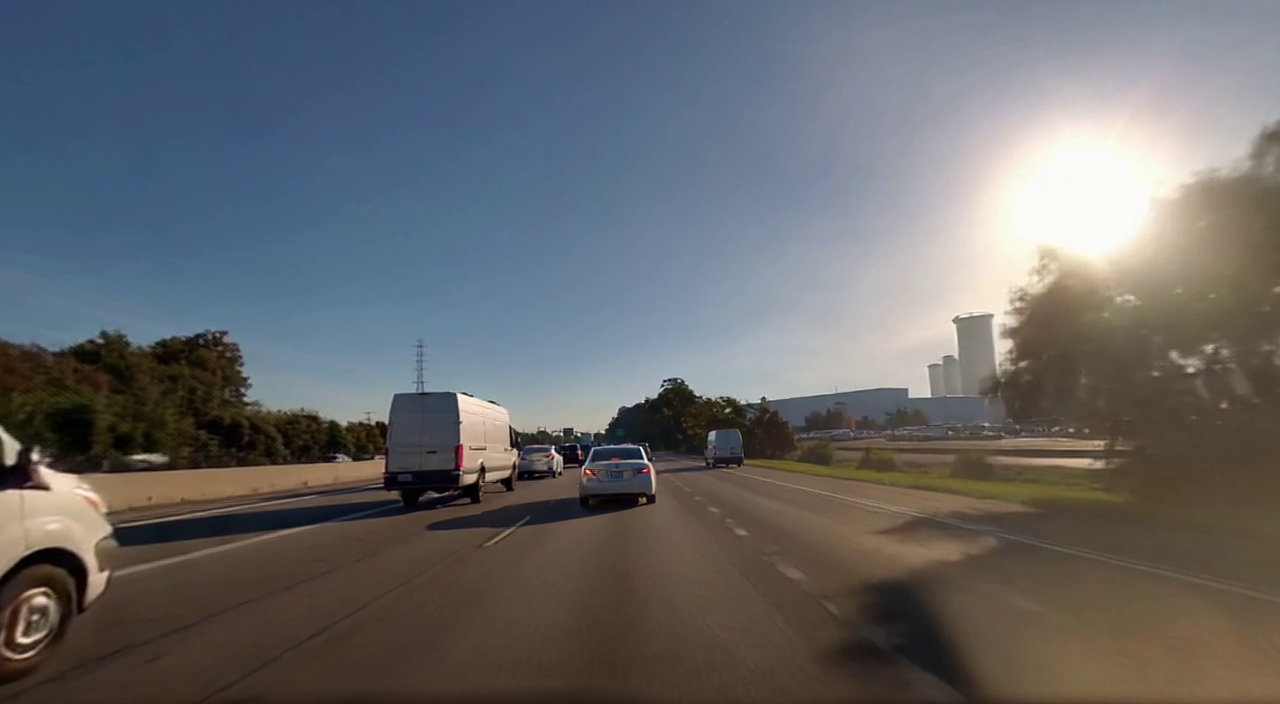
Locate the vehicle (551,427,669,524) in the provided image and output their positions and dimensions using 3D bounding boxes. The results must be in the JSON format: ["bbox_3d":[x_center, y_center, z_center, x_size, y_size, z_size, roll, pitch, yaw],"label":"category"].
[{"bbox_3d":[-0.525,2.493,13.157,2.093,1.695,3.782,0,-9,0],"label":"vehicle"}]

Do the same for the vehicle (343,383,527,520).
[{"bbox_3d":[-4.574,2.445,15.655,2.248,2.626,6.837,0,-9,0],"label":"vehicle"}]

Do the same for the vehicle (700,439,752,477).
[{"bbox_3d":[4.242,5.313,31.820,2.003,1.754,4.134,0,-9,0],"label":"vehicle"}]

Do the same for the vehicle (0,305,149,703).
[{"bbox_3d":[-4.004,0.491,1.156,2.253,1.892,4.823,0,-9,0],"label":"vehicle"}]
